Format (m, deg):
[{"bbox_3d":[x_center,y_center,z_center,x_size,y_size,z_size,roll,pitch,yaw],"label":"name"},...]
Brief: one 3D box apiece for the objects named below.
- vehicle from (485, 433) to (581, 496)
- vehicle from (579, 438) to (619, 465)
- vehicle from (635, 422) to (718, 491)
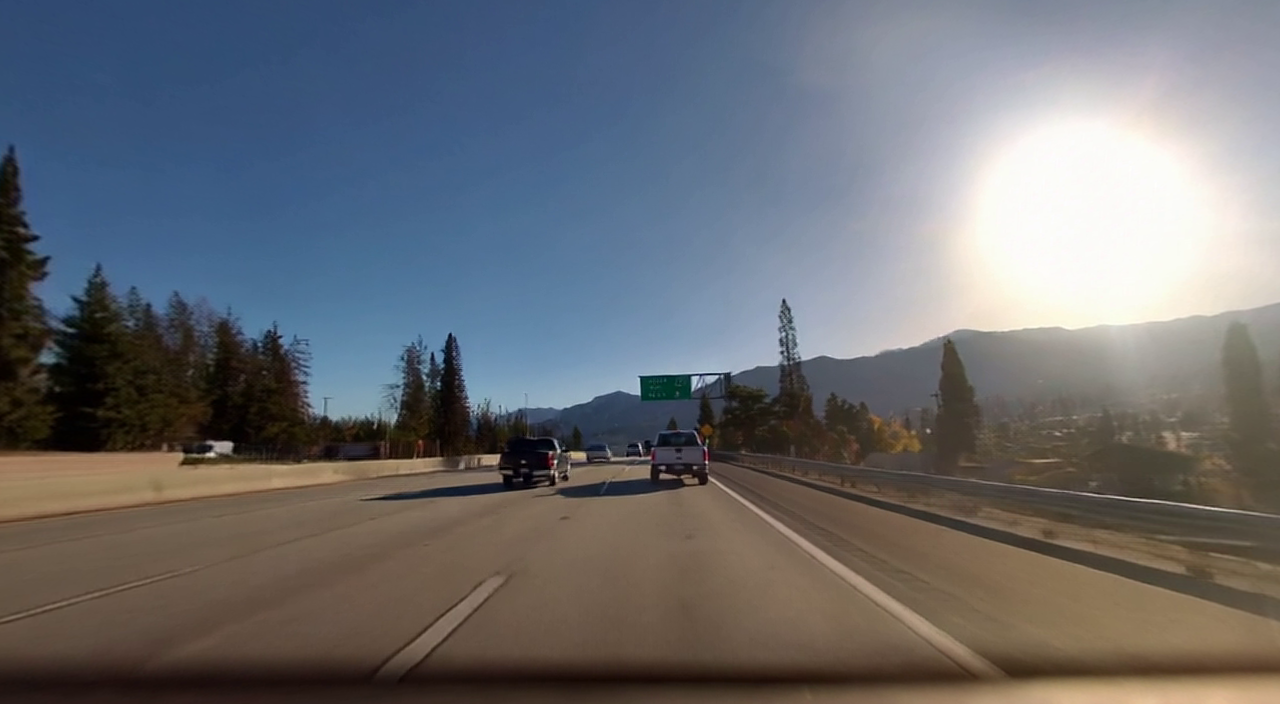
[{"bbox_3d":[-2.958,3.206,18.345,1.959,1.604,4.065,-1,-9,2],"label":"vehicle"},{"bbox_3d":[-2.622,6.487,41.057,2.106,1.651,4.040,-1,-9,3],"label":"vehicle"},{"bbox_3d":[1.050,3.240,19.867,2.229,1.837,5.387,-1,-8,1],"label":"vehicle"}]
